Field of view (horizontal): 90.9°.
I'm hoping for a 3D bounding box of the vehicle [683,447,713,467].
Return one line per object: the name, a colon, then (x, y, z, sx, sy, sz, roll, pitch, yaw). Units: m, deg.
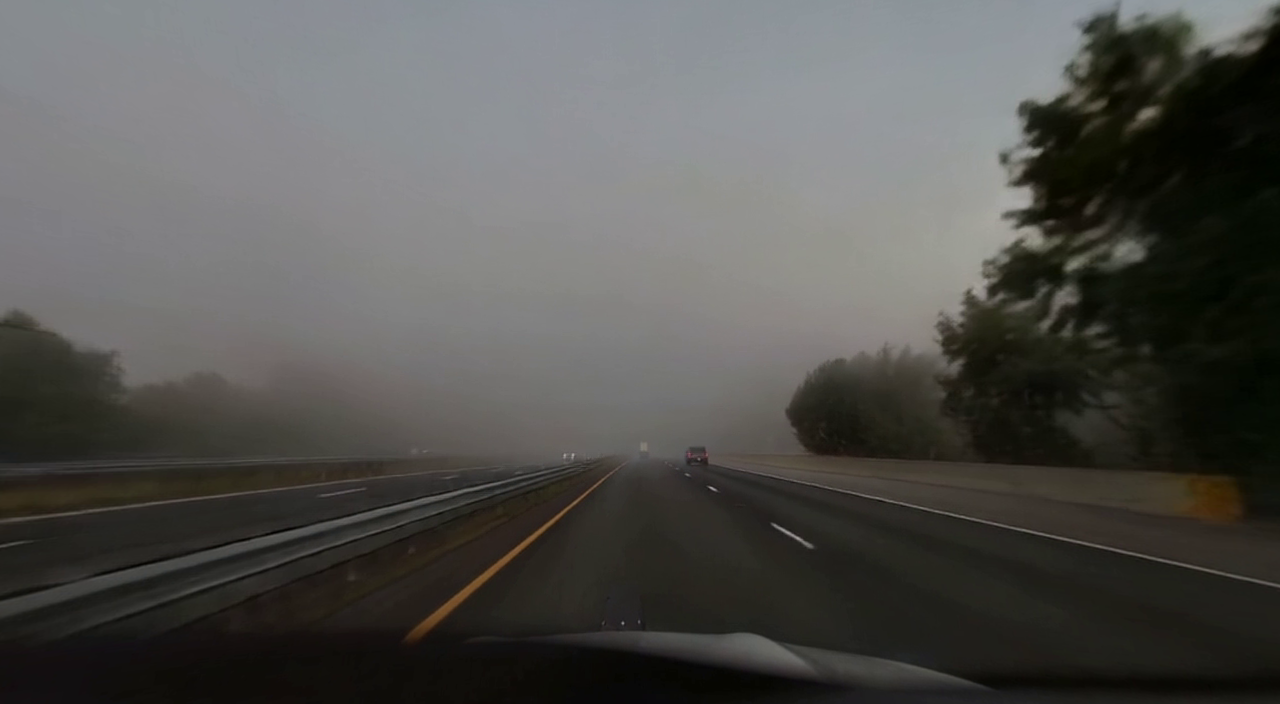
vehicle: (4.564, 8.292, 49.958, 1.984, 1.481, 4.376, 0, -8, 0)
